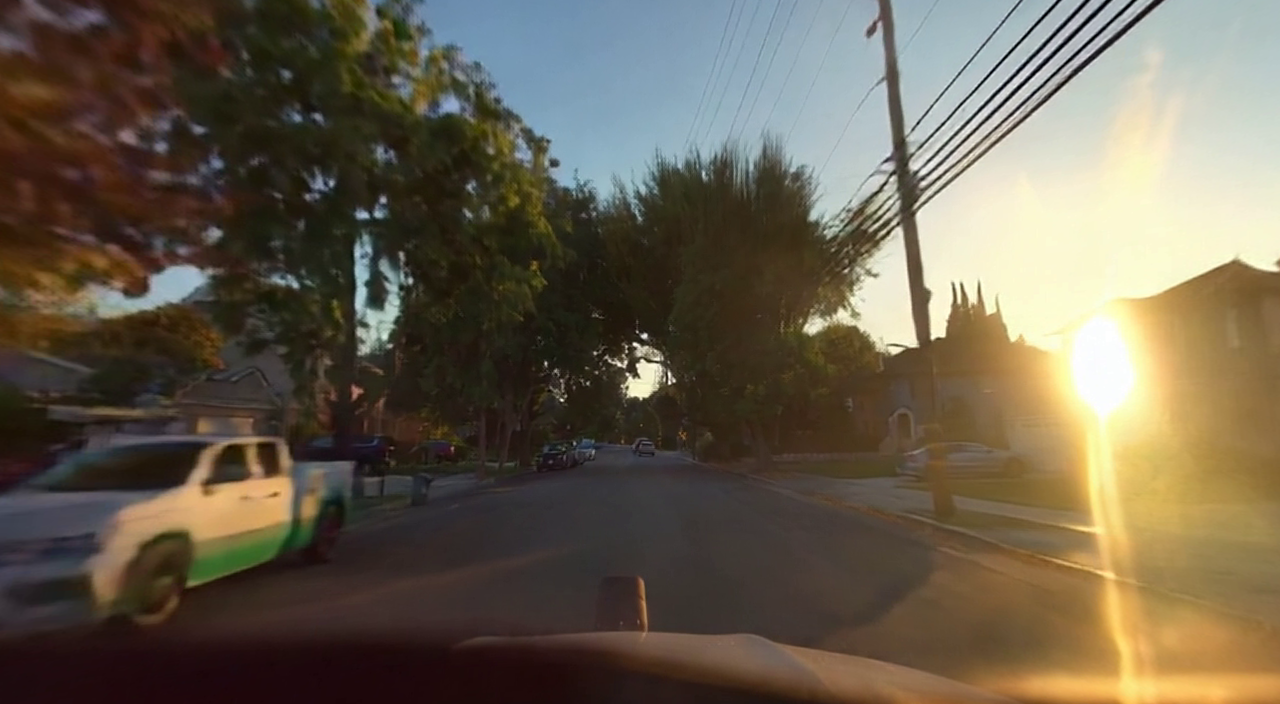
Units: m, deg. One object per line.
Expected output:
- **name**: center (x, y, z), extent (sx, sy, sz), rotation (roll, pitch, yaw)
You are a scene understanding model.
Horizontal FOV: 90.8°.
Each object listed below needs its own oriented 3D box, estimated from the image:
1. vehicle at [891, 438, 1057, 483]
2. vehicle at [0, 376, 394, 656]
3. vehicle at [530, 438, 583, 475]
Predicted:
- **vehicle**: center (11.860, 3.860, 22.685), extent (4.700, 1.441, 2.167), rotation (-1, -8, -1)
- **vehicle**: center (-4.668, 1.390, 6.706), extent (2.164, 1.810, 5.044), rotation (1, -8, -2)
- **vehicle**: center (-4.466, 5.634, 34.400), extent (2.207, 1.669, 4.363), rotation (-4, -7, 1)
